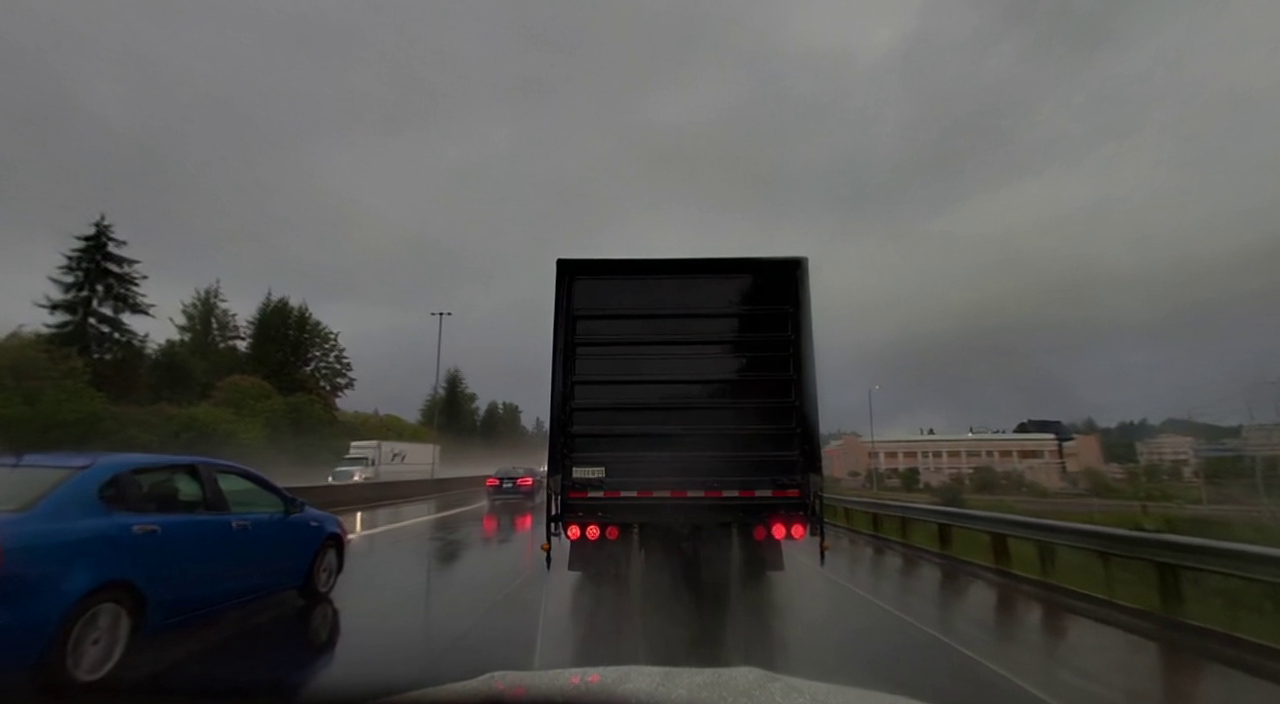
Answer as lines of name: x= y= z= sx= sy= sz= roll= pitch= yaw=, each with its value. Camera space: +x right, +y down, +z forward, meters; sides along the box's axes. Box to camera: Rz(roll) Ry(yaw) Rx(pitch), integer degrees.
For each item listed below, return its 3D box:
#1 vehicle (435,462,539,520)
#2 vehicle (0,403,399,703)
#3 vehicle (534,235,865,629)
vehicle: x=-4.360 y=4.038 z=18.717 sx=1.891 sy=1.469 sz=4.431 roll=0 pitch=-11 yaw=1
vehicle: x=-3.875 y=1.377 z=4.780 sx=1.983 sy=1.575 sz=4.973 roll=0 pitch=-11 yaw=1
vehicle: x=0.671 y=1.414 z=9.998 sx=2.831 sy=3.529 sz=8.689 roll=0 pitch=-11 yaw=2
